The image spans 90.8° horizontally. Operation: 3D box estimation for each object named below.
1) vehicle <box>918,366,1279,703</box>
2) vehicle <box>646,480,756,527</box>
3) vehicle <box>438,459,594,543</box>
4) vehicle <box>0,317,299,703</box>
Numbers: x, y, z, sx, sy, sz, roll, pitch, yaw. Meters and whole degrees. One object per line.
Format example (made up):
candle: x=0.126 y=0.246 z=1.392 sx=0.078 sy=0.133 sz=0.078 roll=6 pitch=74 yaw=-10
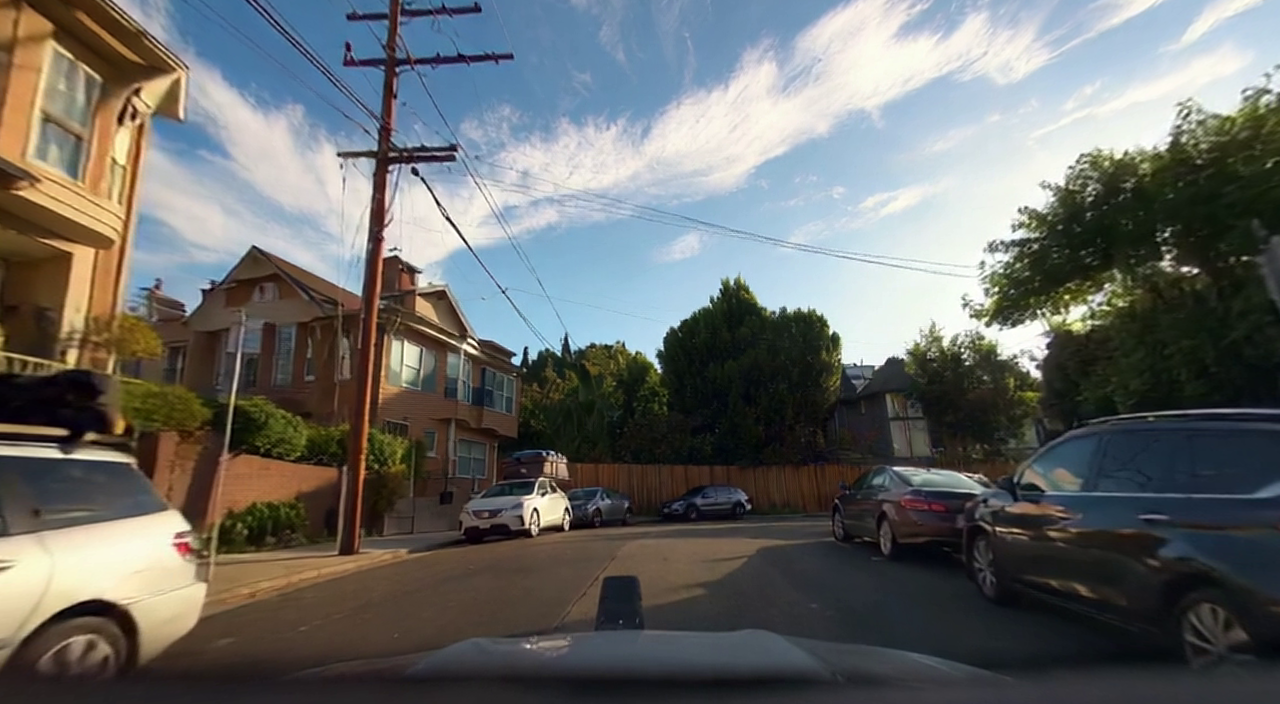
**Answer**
vehicle: x=4.003 y=1.252 z=4.635 sx=1.899 sy=1.877 sz=4.668 roll=0 pitch=-8 yaw=2
vehicle: x=2.597 y=6.317 z=26.610 sx=4.217 sy=1.547 sz=2.082 roll=5 pitch=-10 yaw=-34
vehicle: x=-2.889 y=3.710 z=16.139 sx=2.247 sy=1.702 sz=5.043 roll=-4 pitch=-11 yaw=9
vehicle: x=-3.637 y=0.629 z=1.533 sx=2.195 sy=1.797 sz=5.890 roll=0 pitch=-8 yaw=2
